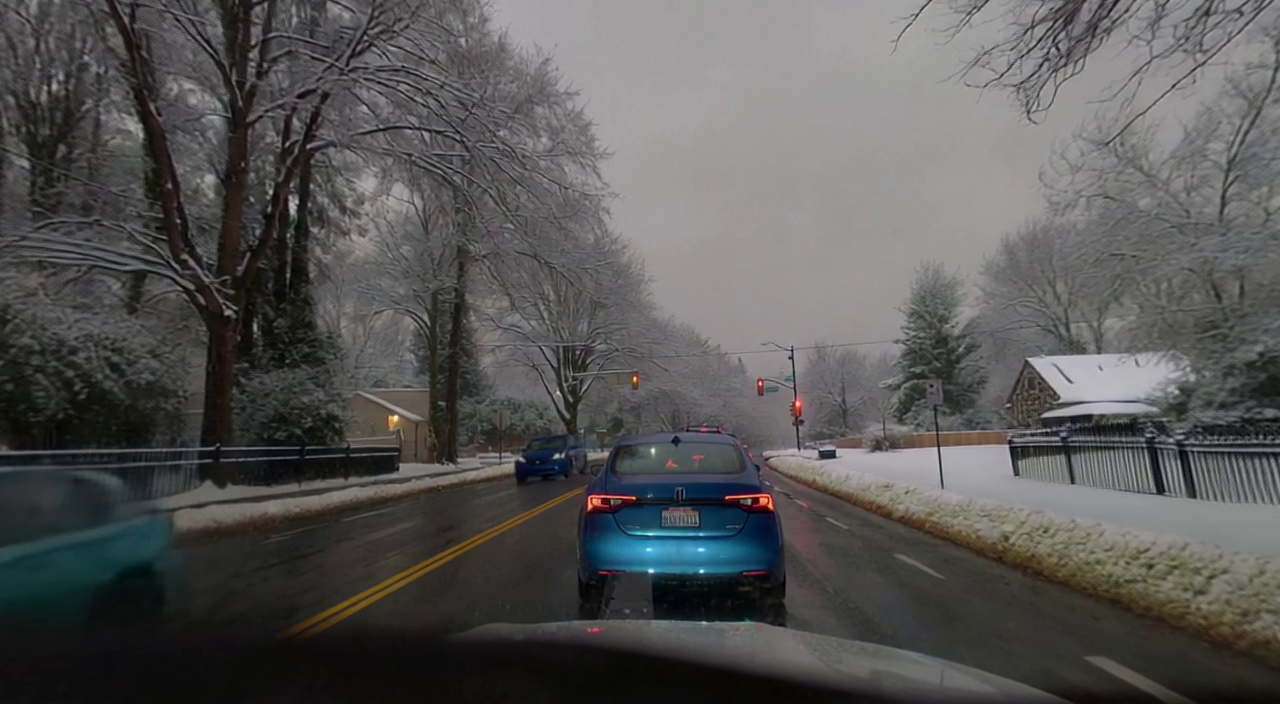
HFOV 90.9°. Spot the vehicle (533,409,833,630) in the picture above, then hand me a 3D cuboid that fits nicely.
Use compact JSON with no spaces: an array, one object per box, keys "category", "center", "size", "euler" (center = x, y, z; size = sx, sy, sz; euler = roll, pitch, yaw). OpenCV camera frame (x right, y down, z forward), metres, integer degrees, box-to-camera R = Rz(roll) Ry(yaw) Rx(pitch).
[{"category":"vehicle","center":[0.334,1.445,6.403],"size":[2.070,1.516,3.936],"euler":[0,-8,1]}]

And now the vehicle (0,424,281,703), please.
[{"category":"vehicle","center":[-4.157,1.097,3.077],"size":[2.060,1.479,4.462],"euler":[0,-8,2]}]
